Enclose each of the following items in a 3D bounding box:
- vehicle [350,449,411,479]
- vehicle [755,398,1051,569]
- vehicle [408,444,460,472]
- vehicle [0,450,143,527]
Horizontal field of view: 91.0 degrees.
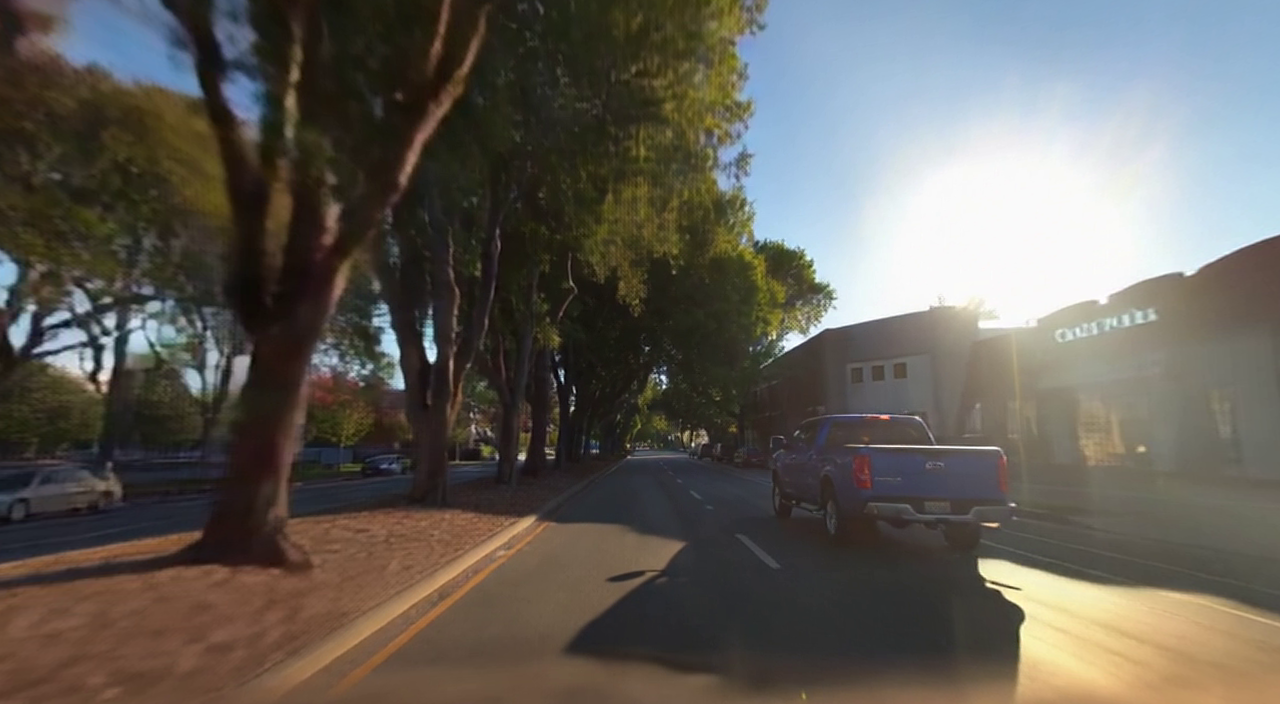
[{"bbox_3d":[-16.008,6.902,39.108,1.919,1.616,4.723,-2,-8,-1],"label":"vehicle"},{"bbox_3d":[3.319,1.815,9.520,2.085,1.828,5.383,0,-9,-1],"label":"vehicle"},{"bbox_3d":[-15.661,8.068,48.149,2.097,1.852,5.090,-3,-9,2],"label":"vehicle"},{"bbox_3d":[-15.905,3.513,16.735,1.913,1.734,4.357,0,-9,-3],"label":"vehicle"}]
